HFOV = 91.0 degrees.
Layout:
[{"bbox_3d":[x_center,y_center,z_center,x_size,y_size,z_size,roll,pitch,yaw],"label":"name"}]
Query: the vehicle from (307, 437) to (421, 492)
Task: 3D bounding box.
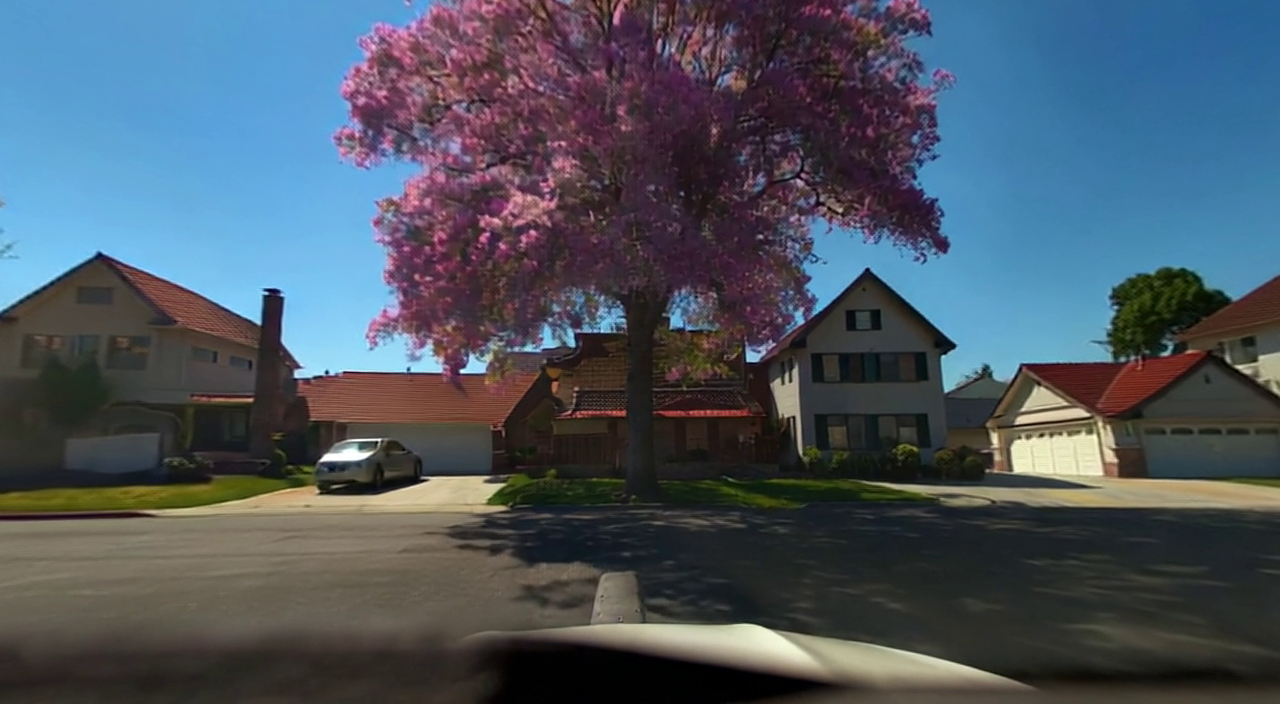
[{"bbox_3d":[-8.329,3.409,19.473,1.968,1.491,4.486,1,-9,-7],"label":"vehicle"}]
